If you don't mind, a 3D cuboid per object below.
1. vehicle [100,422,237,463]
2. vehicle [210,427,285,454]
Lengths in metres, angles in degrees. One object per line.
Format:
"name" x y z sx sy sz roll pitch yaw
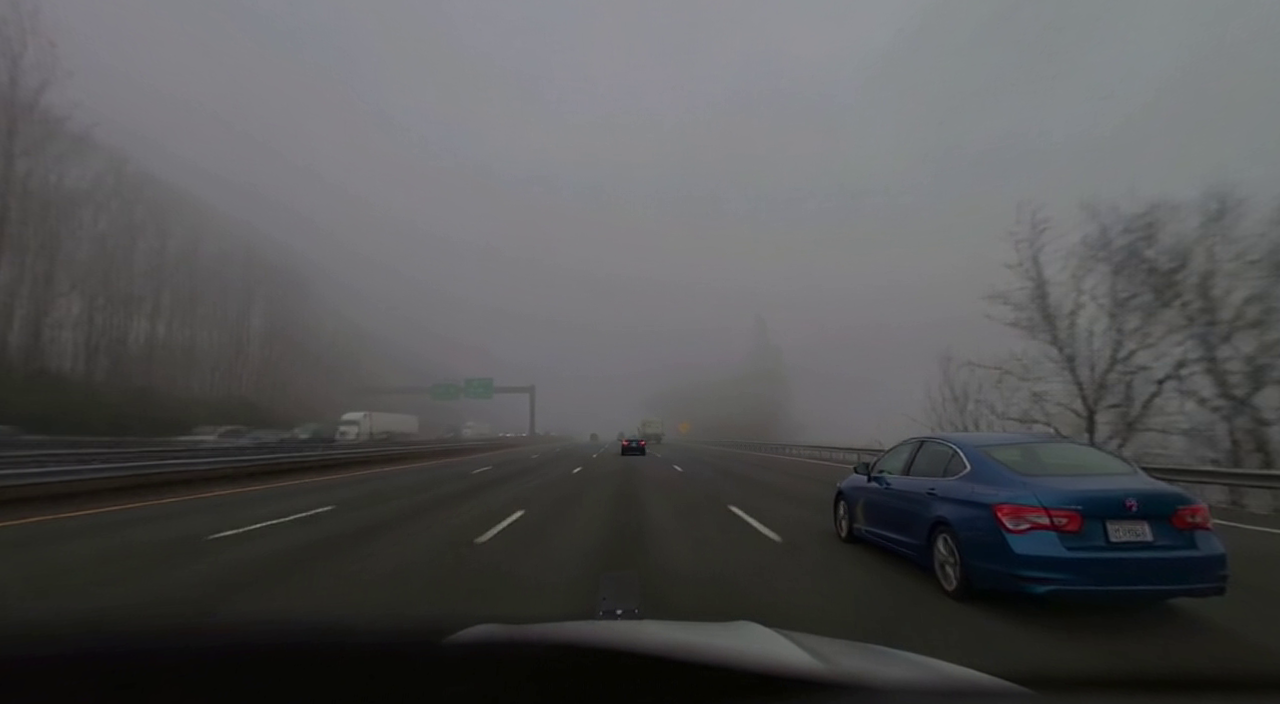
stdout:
"vehicle" -18.807 3.640 25.416 1.964 1.502 4.665 0 -8 0
"vehicle" -22.392 5.066 36.073 1.802 1.481 3.958 0 -8 -1
